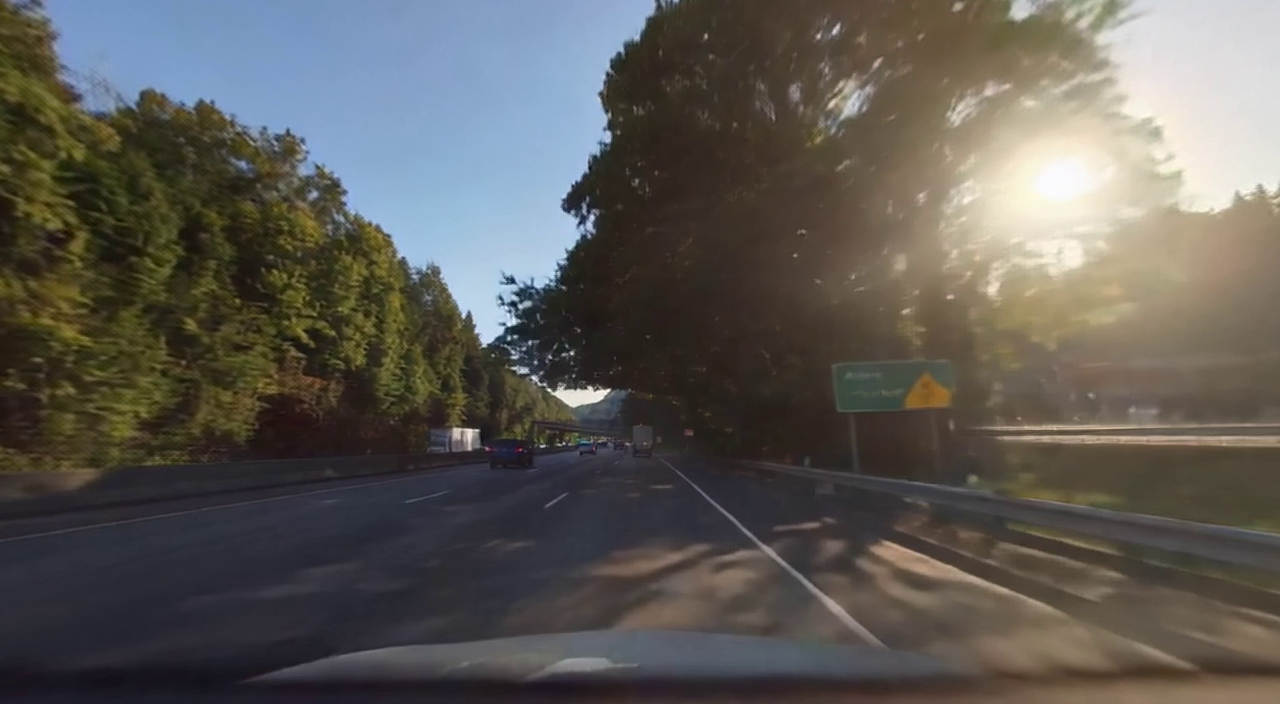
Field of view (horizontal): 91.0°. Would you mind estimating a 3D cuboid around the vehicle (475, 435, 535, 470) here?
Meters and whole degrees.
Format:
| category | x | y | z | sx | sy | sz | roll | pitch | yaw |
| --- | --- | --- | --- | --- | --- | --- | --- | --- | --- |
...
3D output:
| category | x | y | z | sx | sy | sz | roll | pitch | yaw |
| --- | --- | --- | --- | --- | --- | --- | --- | --- | --- |
| vehicle | -7.403 | 5.588 | 35.129 | 2.253 | 1.815 | 4.618 | 0 | -8 | 1 |
